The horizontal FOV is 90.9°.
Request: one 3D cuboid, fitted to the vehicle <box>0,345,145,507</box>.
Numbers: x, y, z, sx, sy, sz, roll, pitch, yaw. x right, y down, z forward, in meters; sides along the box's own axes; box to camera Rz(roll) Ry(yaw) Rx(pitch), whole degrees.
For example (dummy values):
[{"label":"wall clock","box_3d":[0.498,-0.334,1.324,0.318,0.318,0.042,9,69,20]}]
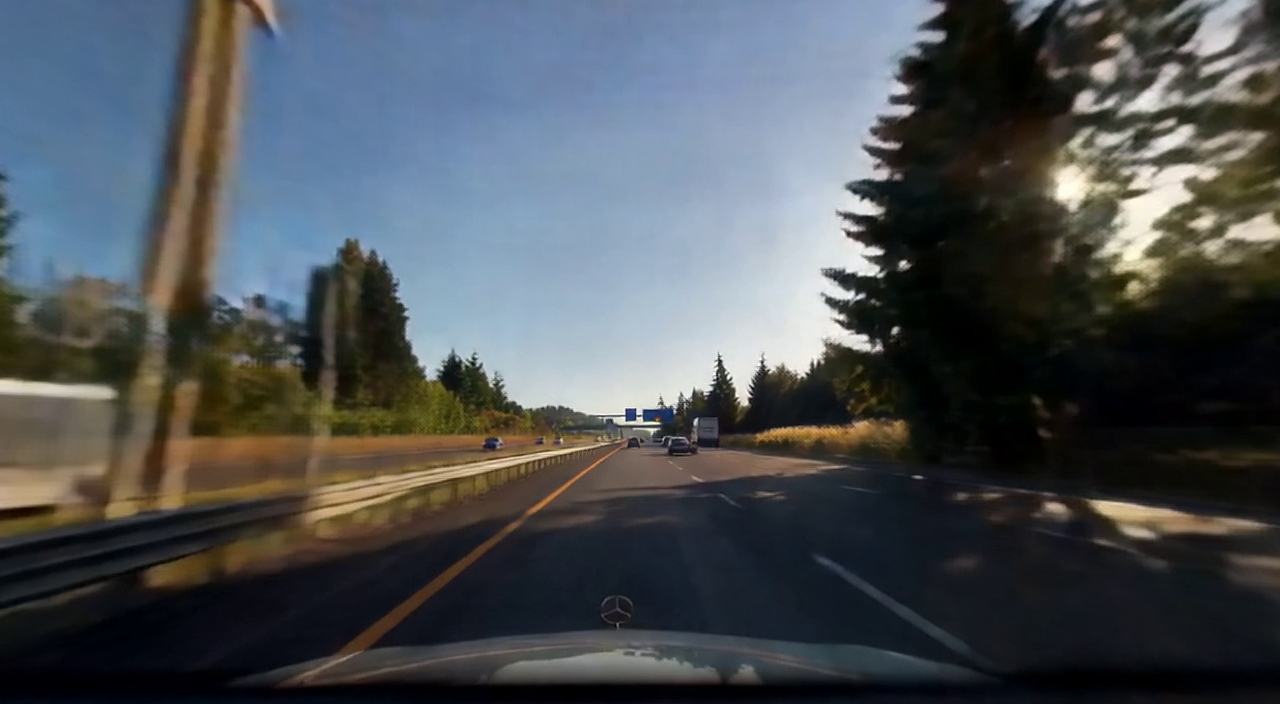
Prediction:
[{"label":"vehicle","box_3d":[-12.708,1.338,11.363,2.310,2.895,6.410,0,-8,0]}]
